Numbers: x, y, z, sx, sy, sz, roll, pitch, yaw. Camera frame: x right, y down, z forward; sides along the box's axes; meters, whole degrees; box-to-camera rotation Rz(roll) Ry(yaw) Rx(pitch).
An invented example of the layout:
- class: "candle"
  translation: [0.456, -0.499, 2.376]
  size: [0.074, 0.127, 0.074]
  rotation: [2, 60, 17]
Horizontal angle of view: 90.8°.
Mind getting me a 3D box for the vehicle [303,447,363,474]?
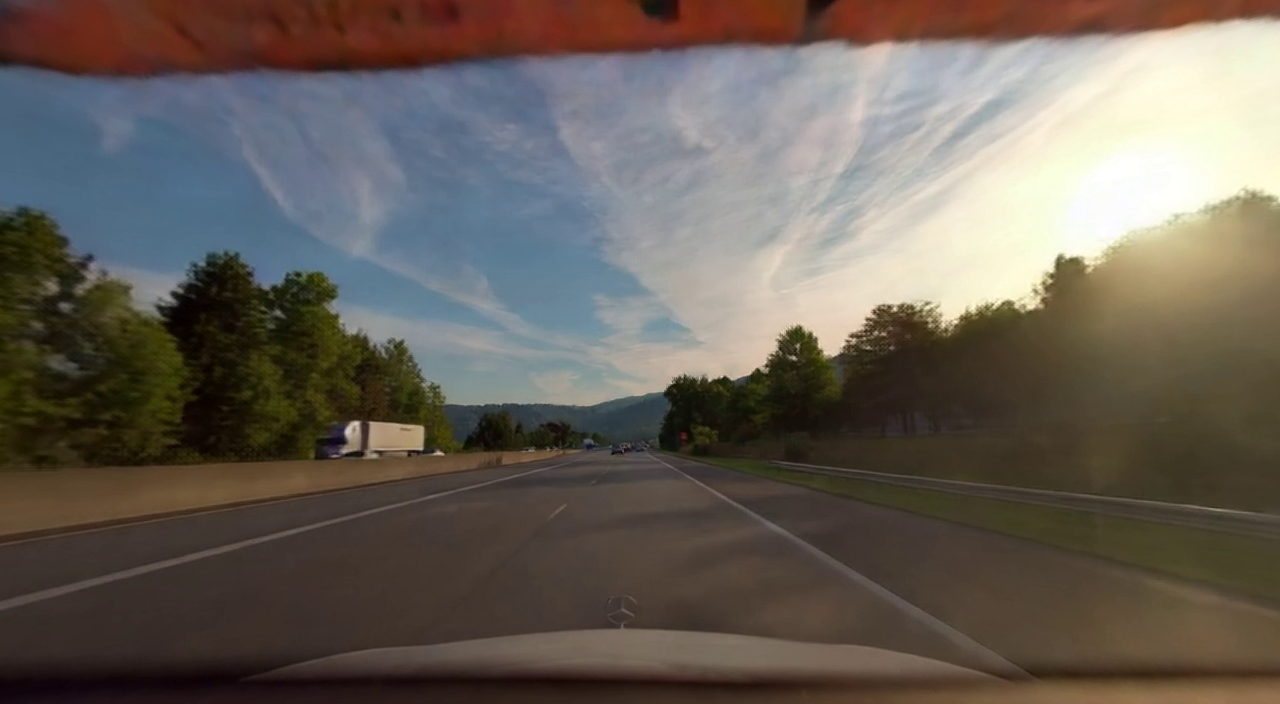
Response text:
- class: "vehicle"
  translation: [-20.807, 7.330, 42.930]
  size: [1.939, 1.688, 4.267]
  rotation: [0, -9, -1]
